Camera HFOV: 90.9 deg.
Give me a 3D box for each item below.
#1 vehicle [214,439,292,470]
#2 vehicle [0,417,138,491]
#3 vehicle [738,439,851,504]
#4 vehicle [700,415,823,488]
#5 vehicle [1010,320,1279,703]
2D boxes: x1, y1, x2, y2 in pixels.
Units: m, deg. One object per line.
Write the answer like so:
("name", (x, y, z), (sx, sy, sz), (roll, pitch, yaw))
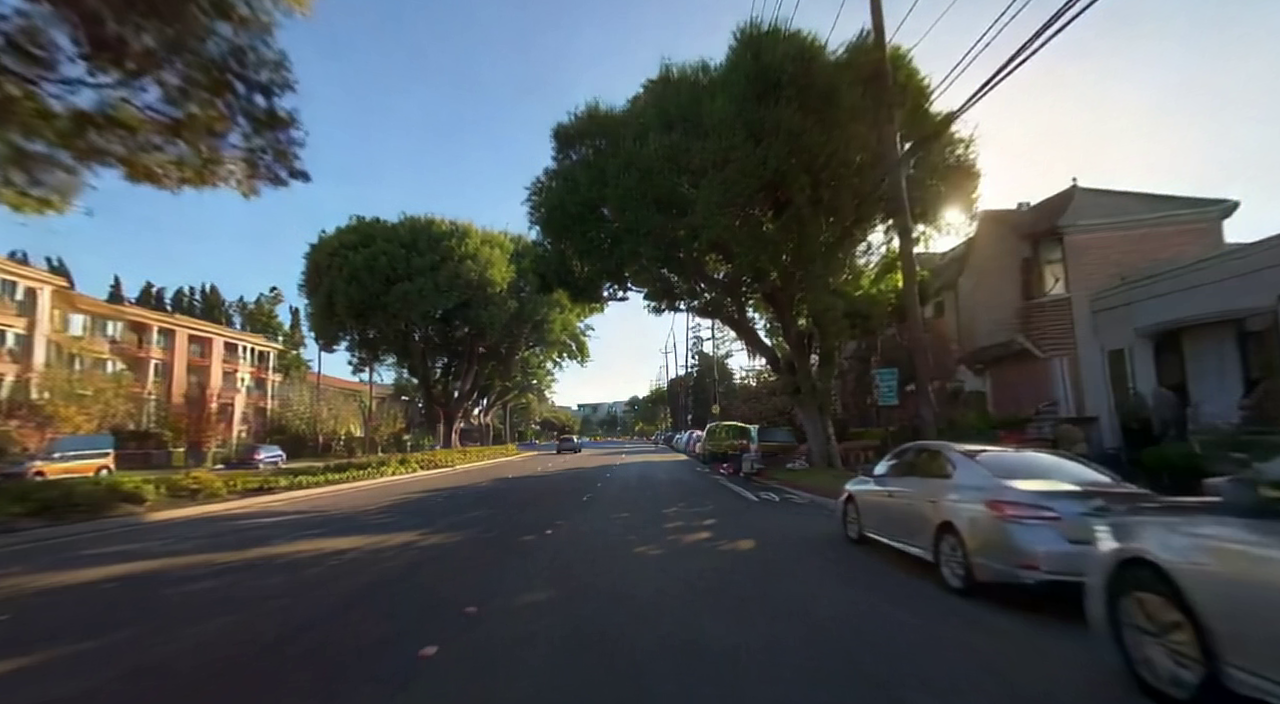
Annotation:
("vehicle", (-25.456, 6.737, 41.701), (2.052, 1.862, 4.816), (0, -8, 1))
("vehicle", (-25.749, 4.452, 27.825), (2.223, 2.895, 5.824), (0, -8, 1))
("vehicle", (3.462, 2.717, 14.670), (1.869, 1.325, 2.994), (0, -8, 1))
("vehicle", (3.479, 3.038, 19.505), (2.546, 1.897, 5.717), (0, -8, -1))
("vehicle", (3.482, 0.688, 1.679), (2.188, 1.810, 4.883), (-1, -8, 3))
